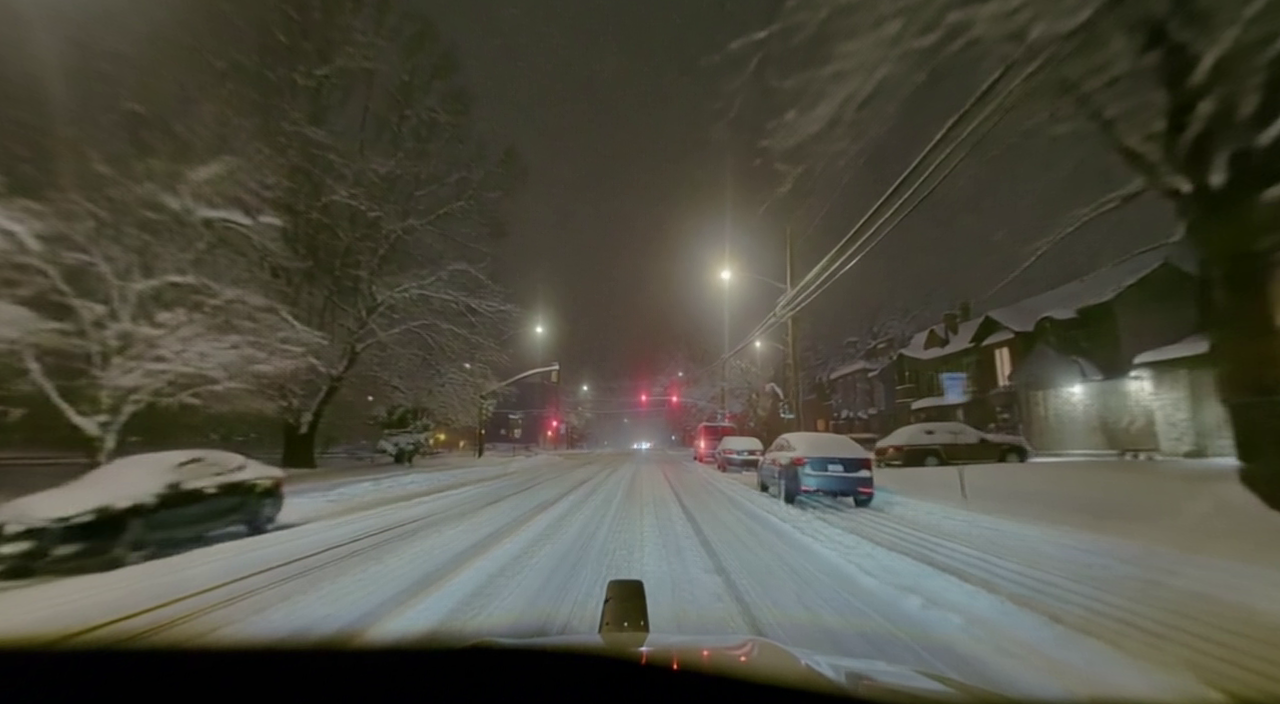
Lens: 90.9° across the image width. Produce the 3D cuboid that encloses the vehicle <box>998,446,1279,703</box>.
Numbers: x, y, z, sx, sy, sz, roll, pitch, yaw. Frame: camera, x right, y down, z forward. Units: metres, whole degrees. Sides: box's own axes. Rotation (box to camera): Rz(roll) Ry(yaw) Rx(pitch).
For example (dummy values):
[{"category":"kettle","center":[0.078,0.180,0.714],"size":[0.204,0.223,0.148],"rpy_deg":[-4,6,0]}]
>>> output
[{"category":"vehicle","center":[4.478,1.262,3.647],"size":[2.070,1.411,4.635],"rpy_deg":[0,-8,0]}]

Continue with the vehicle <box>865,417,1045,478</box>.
[{"category":"vehicle","center":[10.642,3.286,21.636],"size":[4.938,1.950,2.155],"rpy_deg":[0,-8,1]}]

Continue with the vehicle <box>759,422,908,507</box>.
[{"category":"vehicle","center":[4.673,2.811,16.199],"size":[2.279,1.829,4.859],"rpy_deg":[0,-8,0]}]

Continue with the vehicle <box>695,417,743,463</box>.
[{"category":"vehicle","center":[5.089,5.776,41.298],"size":[2.398,2.806,4.857],"rpy_deg":[0,-8,-1]}]

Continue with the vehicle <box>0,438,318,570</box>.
[{"category":"vehicle","center":[-7.134,2.091,9.552],"size":[2.041,1.489,4.439],"rpy_deg":[-1,-8,2]}]

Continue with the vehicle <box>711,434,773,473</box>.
[{"category":"vehicle","center":[4.852,4.899,30.694],"size":[2.202,1.712,4.813],"rpy_deg":[0,-8,0]}]
